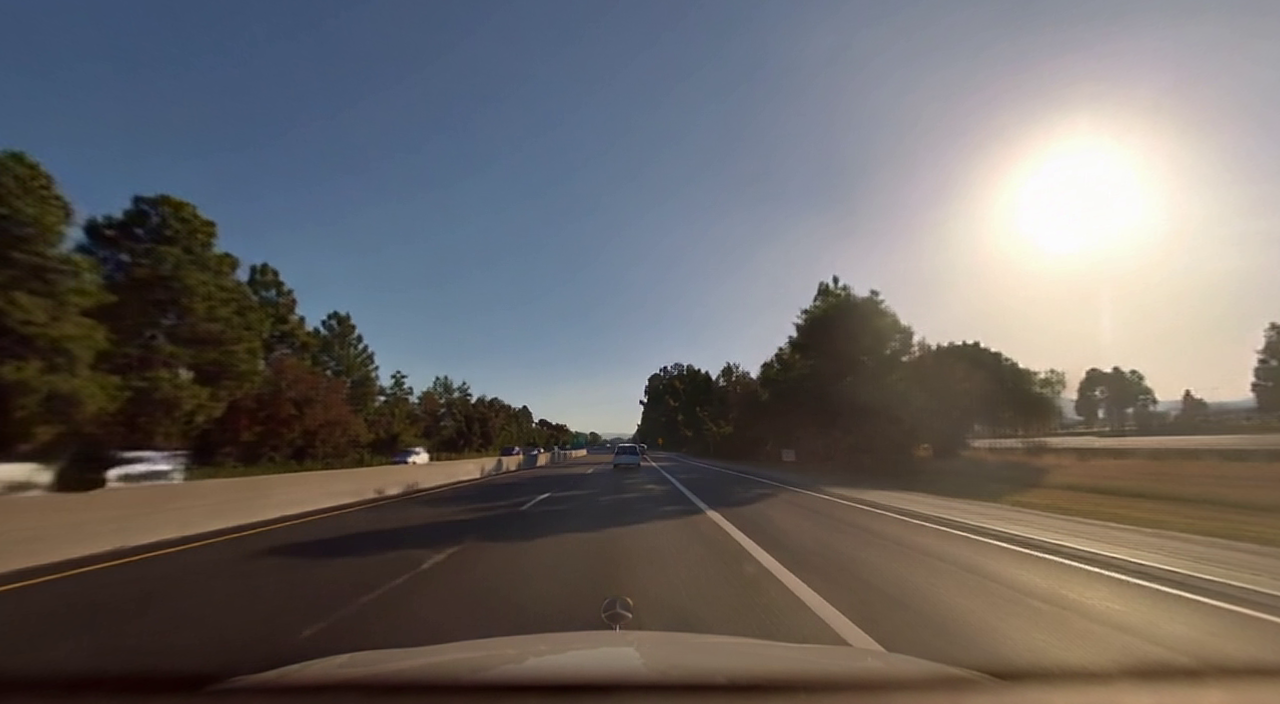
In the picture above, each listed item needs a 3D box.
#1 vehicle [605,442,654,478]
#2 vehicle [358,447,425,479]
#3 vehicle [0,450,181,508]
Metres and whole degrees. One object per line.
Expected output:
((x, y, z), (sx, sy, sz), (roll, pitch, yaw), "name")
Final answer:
((-0.483, 4.985, 29.231), (2.095, 1.537, 4.017), (0, -9, -1), "vehicle")
((-12.753, 5.704, 32.456), (1.824, 1.518, 3.973), (0, -9, 0), "vehicle")
((-17.301, 3.957, 20.012), (1.985, 1.603, 4.337), (0, -9, -1), "vehicle")
